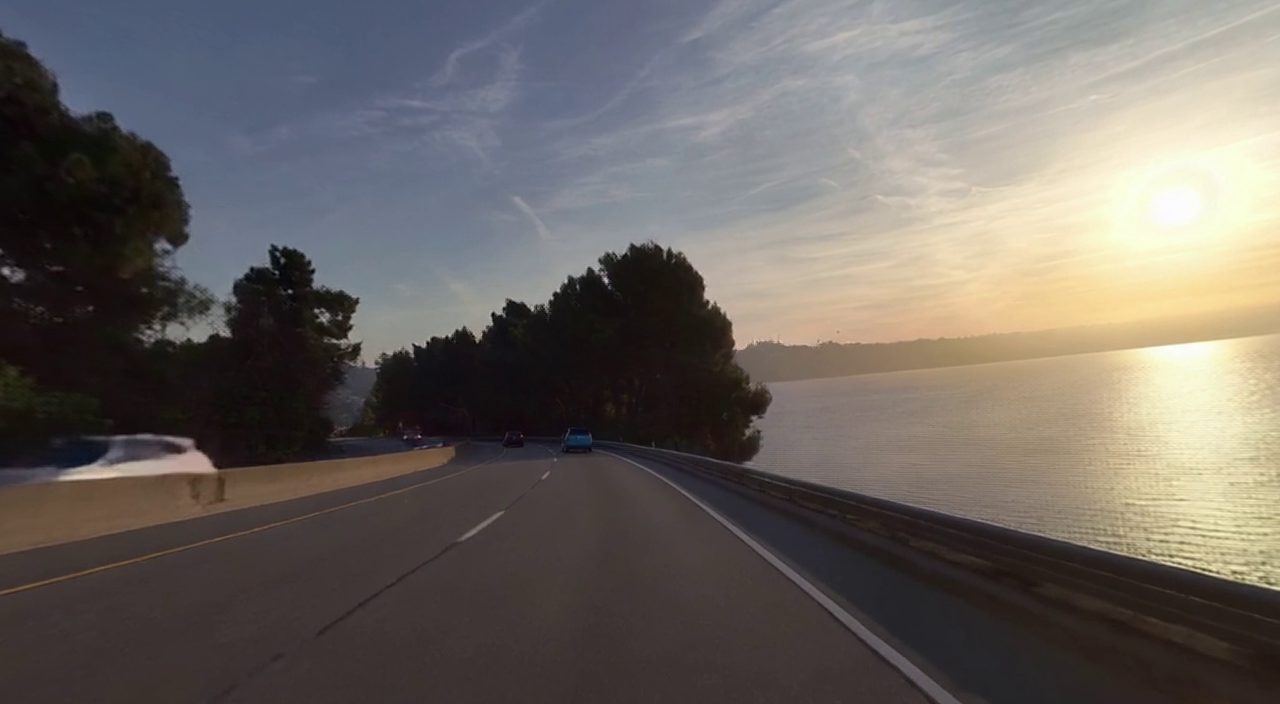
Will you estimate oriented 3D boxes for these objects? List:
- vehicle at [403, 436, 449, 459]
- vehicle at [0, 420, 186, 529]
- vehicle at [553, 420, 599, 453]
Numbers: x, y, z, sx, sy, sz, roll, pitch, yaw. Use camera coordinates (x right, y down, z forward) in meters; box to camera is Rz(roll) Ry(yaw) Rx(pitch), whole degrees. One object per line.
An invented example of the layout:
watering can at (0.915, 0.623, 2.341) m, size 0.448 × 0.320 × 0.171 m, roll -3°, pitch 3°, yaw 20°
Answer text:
vehicle at (-14.603, 6.547, 43.271) m, size 2.287 × 1.438 × 4.244 m, roll 1°, pitch -9°, yaw -9°
vehicle at (-10.757, 2.126, 11.359) m, size 2.192 × 1.617 × 4.082 m, roll 0°, pitch -9°, yaw -3°
vehicle at (-4.542, 5.920, 43.853) m, size 2.632 × 2.162 × 5.529 m, roll 1°, pitch -9°, yaw -11°
